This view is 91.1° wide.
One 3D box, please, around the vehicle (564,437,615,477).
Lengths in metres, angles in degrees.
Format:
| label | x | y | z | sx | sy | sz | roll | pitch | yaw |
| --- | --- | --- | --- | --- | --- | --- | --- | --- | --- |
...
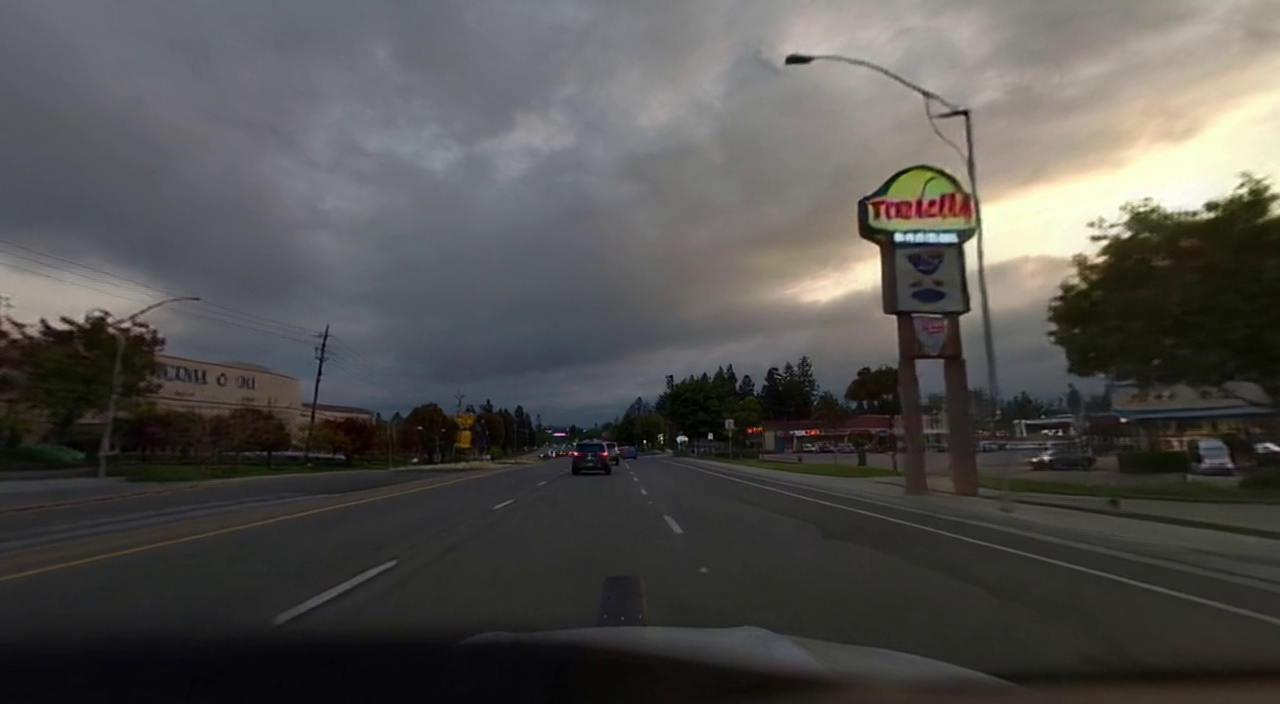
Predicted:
| label | x | y | z | sx | sy | sz | roll | pitch | yaw |
| --- | --- | --- | --- | --- | --- | --- | --- | --- | --- |
| vehicle | -2.510 | 5.402 | 32.555 | 2.222 | 1.899 | 5.006 | 0 | -8 | 0 |

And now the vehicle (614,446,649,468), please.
| label | x | y | z | sx | sy | sz | roll | pitch | yaw |
| --- | --- | --- | --- | --- | --- | --- | --- | --- | --- |
| vehicle | -0.657 | 7.396 | 44.506 | 2.113 | 1.446 | 4.309 | 1 | -8 | -6 |

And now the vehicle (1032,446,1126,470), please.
| label | x | y | z | sx | sy | sz | roll | pitch | yaw |
| --- | --- | --- | --- | --- | --- | --- | --- | --- | --- |
| vehicle | 26.689 | 6.416 | 38.248 | 4.375 | 1.400 | 2.017 | 1 | -8 | -6 |
